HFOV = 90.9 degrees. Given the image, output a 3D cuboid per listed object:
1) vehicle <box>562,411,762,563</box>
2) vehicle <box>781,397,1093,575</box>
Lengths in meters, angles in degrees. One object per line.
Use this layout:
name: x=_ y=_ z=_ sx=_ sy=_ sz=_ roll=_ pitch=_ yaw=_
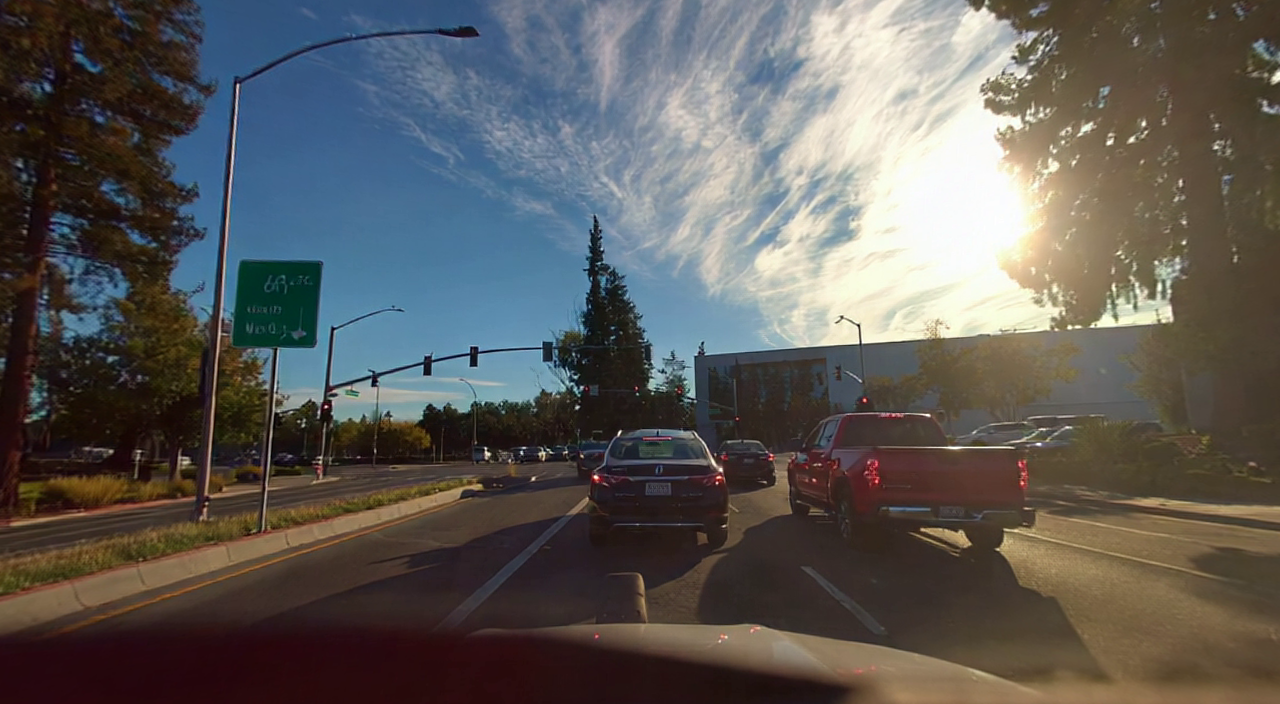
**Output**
vehicle: x=0.245 y=1.774 z=8.967 sx=2.168 sy=1.641 sz=4.039 roll=0 pitch=-8 yaw=0
vehicle: x=3.387 y=1.630 z=8.370 sx=2.099 sy=1.725 sz=4.290 roll=0 pitch=-8 yaw=1
